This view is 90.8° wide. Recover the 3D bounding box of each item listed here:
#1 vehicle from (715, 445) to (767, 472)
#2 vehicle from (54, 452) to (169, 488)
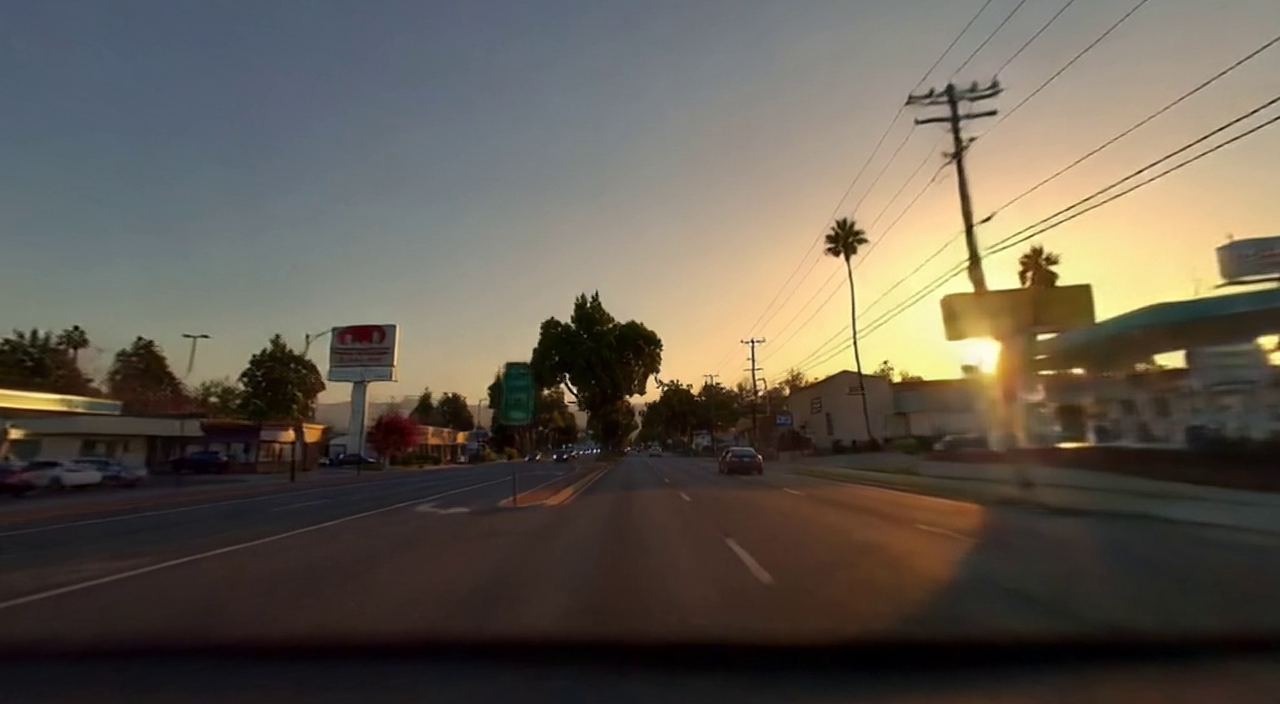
[{"bbox_3d":[5.952,6.349,37.772,2.261,1.479,4.403,0,-9,-2],"label":"vehicle"},{"bbox_3d":[-27.758,6.190,33.419,2.113,1.684,4.498,-1,-9,1],"label":"vehicle"}]
